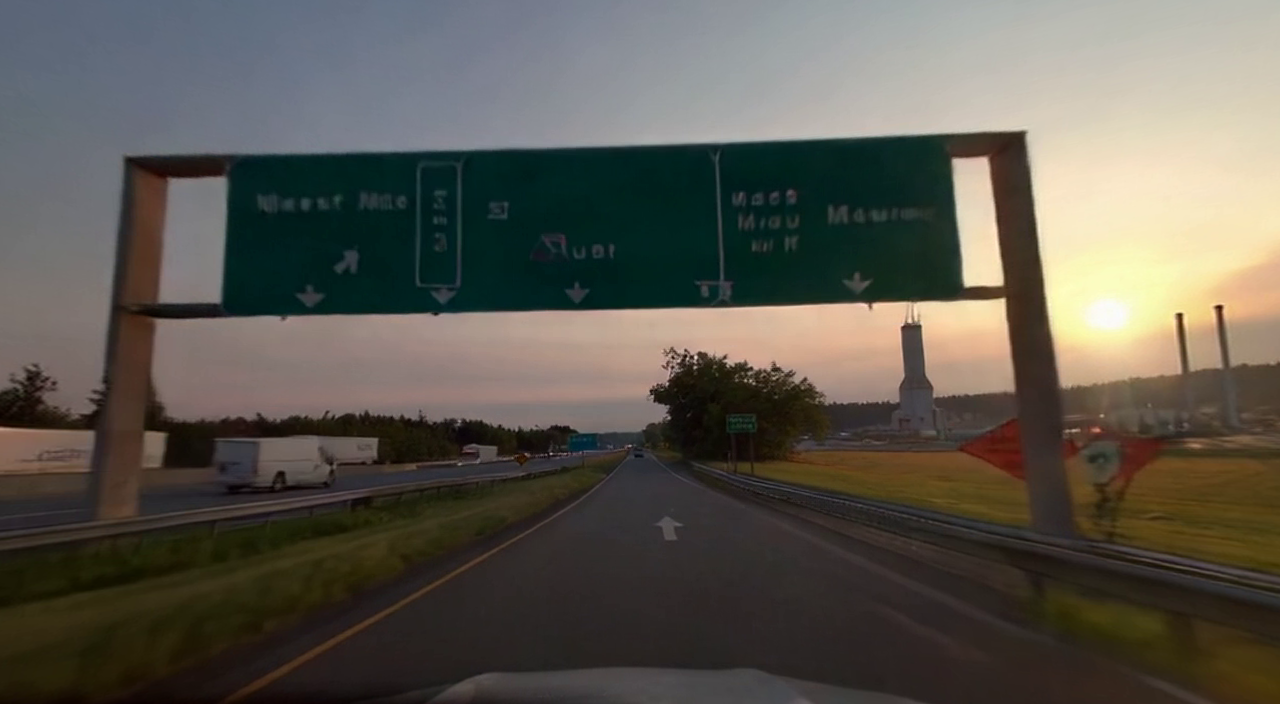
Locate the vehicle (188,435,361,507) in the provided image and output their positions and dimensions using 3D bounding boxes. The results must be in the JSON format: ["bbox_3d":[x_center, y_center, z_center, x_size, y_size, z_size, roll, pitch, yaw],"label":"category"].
[{"bbox_3d":[-15.721,5.167,28.056,2.344,2.702,7.709,-1,-9,7],"label":"vehicle"}]

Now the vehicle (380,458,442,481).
[{"bbox_3d":[-16.754,8.609,46.463,2.230,1.503,4.692,-2,-9,9],"label":"vehicle"}]
